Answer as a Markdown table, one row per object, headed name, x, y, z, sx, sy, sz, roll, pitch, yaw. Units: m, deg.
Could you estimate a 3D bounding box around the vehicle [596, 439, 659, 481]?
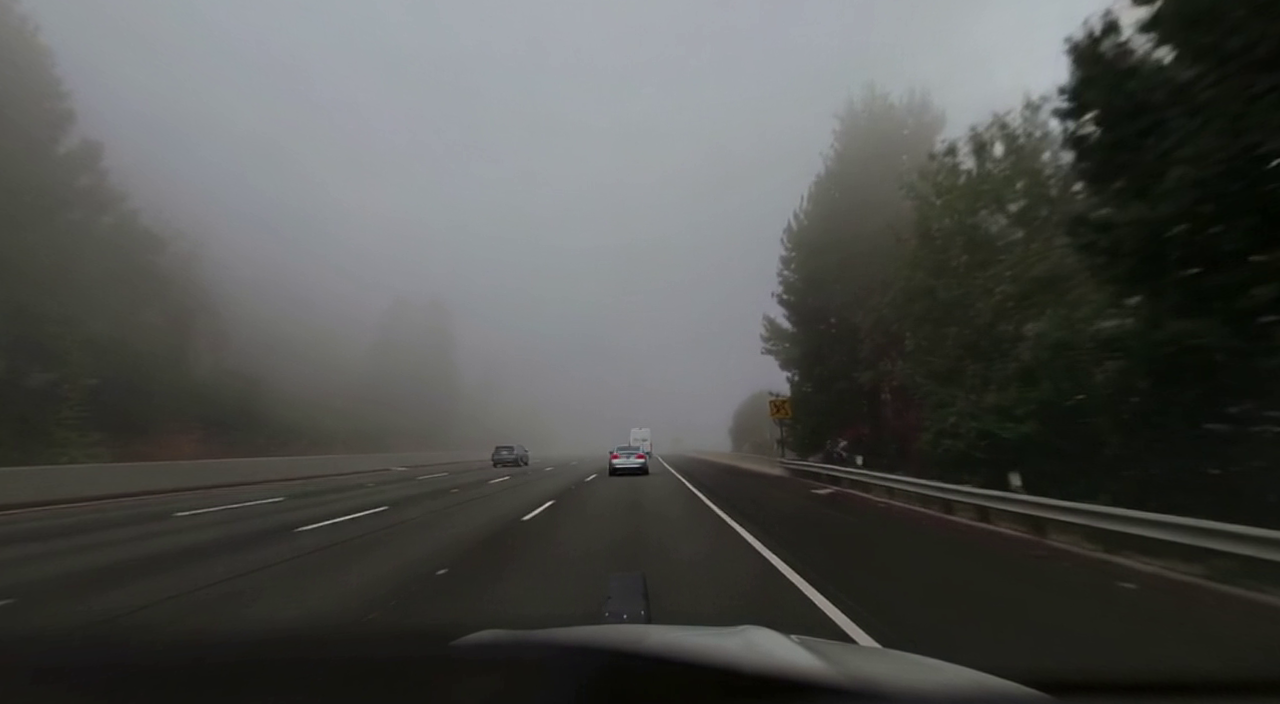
| name | x | y | z | sx | sy | sz | roll | pitch | yaw |
| --- | --- | --- | --- | --- | --- | --- | --- | --- | --- |
| vehicle | -0.428 | 4.105 | 24.241 | 2.238 | 1.479 | 3.672 | 0 | -9 | 0 |
